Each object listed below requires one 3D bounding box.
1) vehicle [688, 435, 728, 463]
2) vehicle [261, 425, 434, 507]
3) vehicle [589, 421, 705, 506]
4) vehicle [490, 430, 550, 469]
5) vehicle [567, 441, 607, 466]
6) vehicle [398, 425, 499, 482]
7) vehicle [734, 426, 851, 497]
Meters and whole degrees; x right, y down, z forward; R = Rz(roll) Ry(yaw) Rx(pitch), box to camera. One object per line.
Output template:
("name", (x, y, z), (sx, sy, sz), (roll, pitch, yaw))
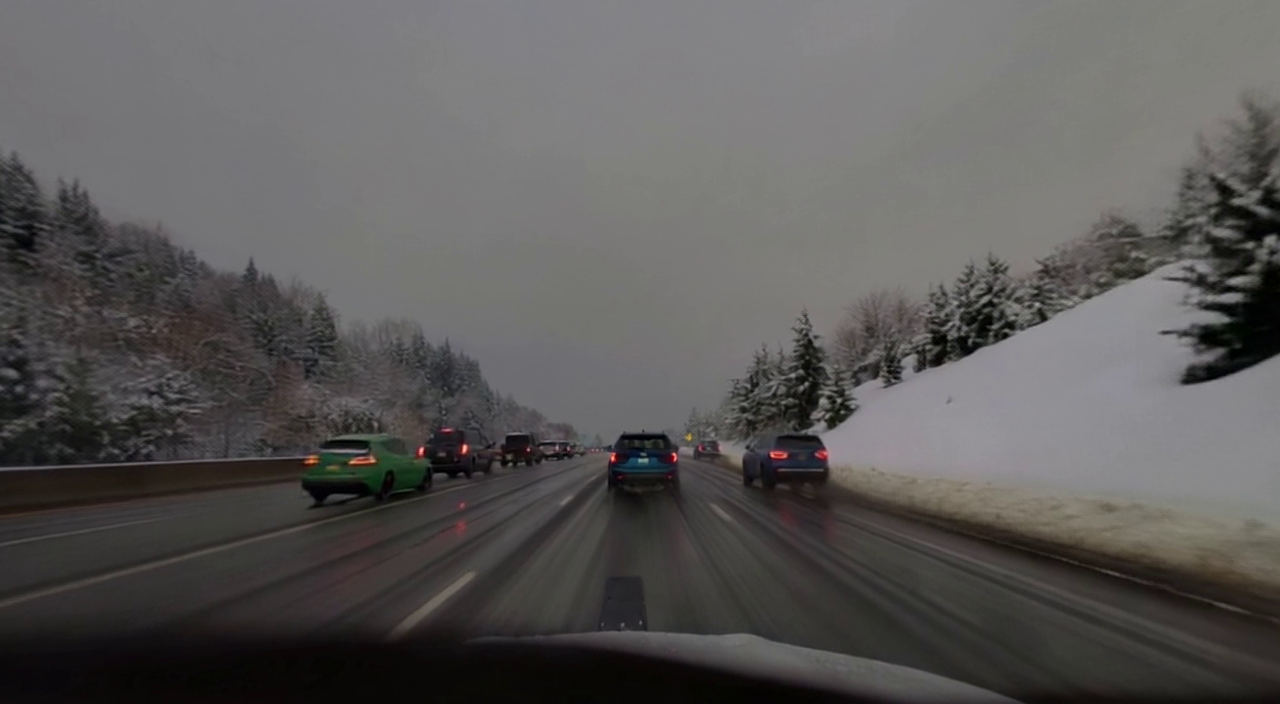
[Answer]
("vehicle", (4.774, 6.952, 45.161), (2.204, 1.852, 5.845), (0, -9, 0))
("vehicle", (-6.869, 2.727, 15.480), (2.024, 1.706, 4.462), (0, -9, 1))
("vehicle", (0.165, 2.693, 15.586), (2.447, 1.804, 4.273), (0, -9, 0))
("vehicle", (-6.572, 5.439, 35.287), (2.294, 1.982, 5.040), (0, -9, 1))
("vehicle", (-3.237, 6.277, 39.135), (2.108, 1.442, 4.143), (0, -9, 0))
("vehicle", (-7.159, 3.873, 24.296), (2.230, 1.928, 5.112), (0, -9, 1))
("vehicle", (4.084, 3.032, 17.800), (2.092, 1.723, 4.629), (0, -9, -1))
